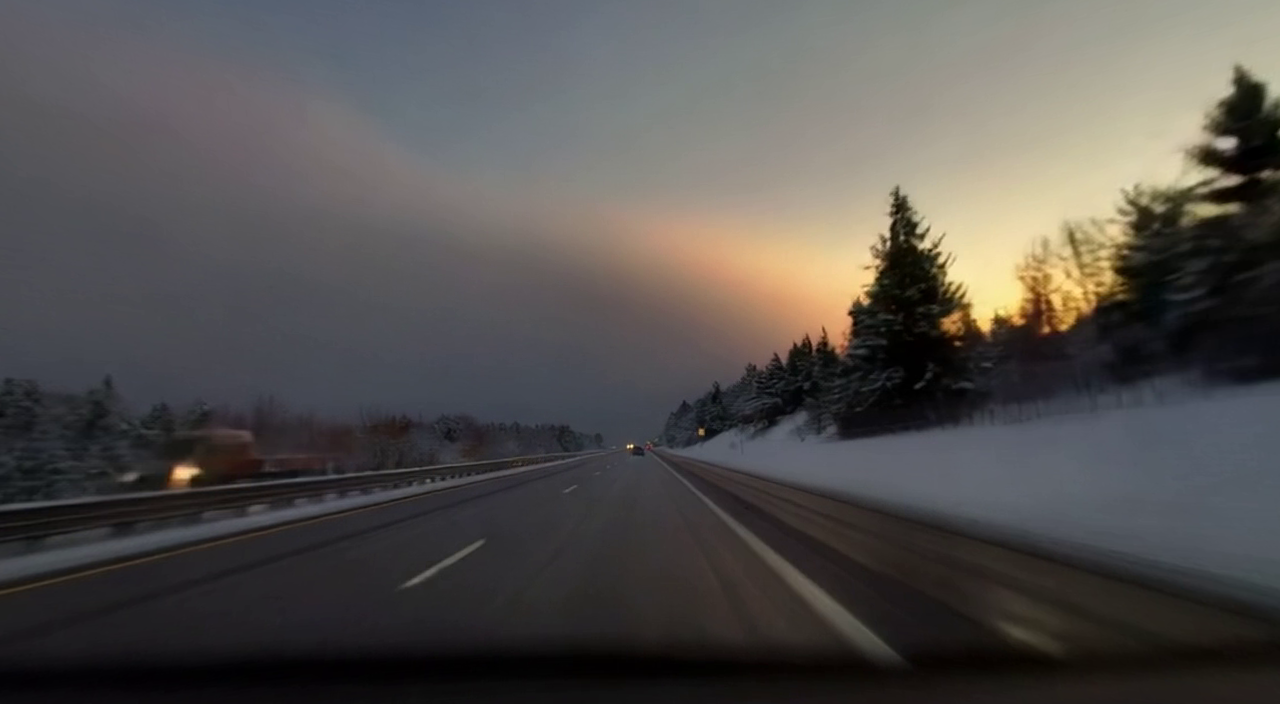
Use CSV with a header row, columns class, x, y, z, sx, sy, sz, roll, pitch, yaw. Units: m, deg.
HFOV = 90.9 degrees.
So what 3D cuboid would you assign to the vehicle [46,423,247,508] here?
class,x,y,z,sx,sy,sz,roll,pitch,yaw
vehicle,-17.184,3.977,22.549,2.458,2.554,5.777,-2,-9,0
